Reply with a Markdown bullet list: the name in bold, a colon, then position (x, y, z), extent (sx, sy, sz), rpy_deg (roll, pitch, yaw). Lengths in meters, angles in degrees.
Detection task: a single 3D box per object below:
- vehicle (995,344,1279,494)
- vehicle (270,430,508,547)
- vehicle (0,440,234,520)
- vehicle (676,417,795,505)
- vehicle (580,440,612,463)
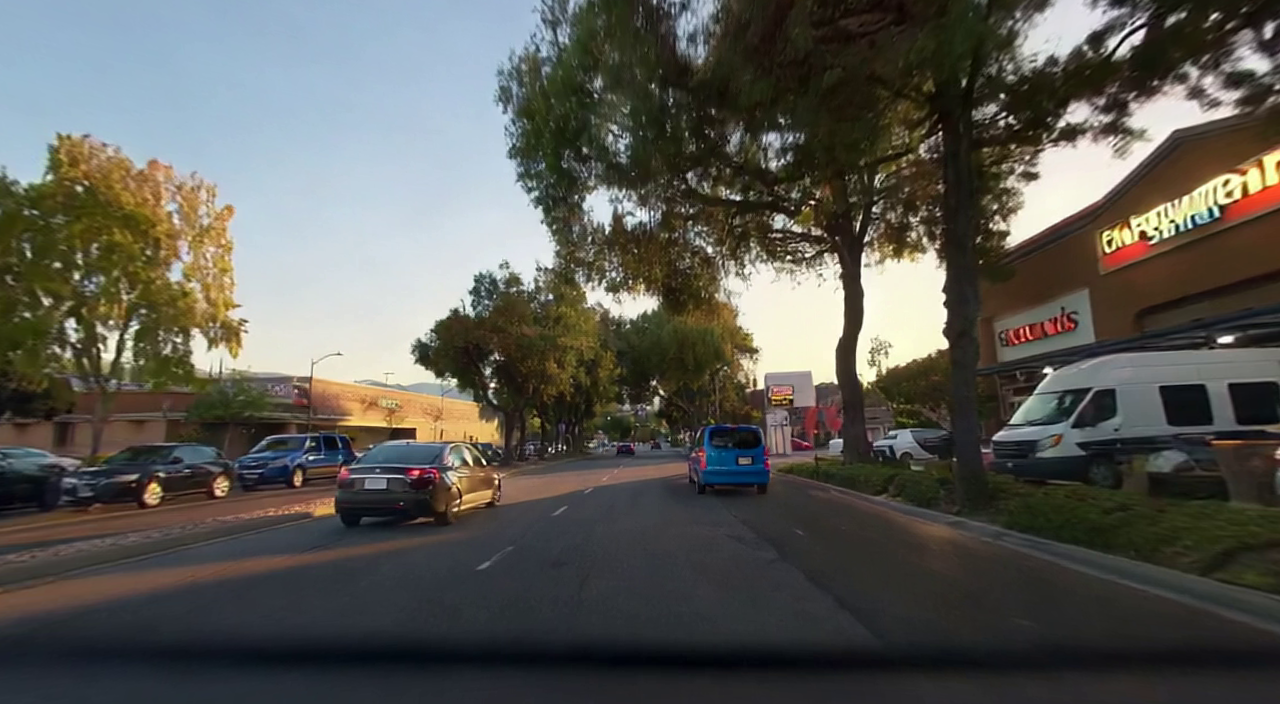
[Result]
- **vehicle**: position (13.179, 1.653, 15.315), extent (7.188, 3.303, 2.772), rpy_deg (0, -8, 0)
- **vehicle**: position (-3.677, 2.073, 10.274), extent (1.966, 1.481, 4.385), rpy_deg (0, -8, 2)
- **vehicle**: position (-11.855, 2.832, 14.534), extent (1.854, 1.522, 4.473), rpy_deg (0, -8, 0)
- **vehicle**: position (2.071, 2.564, 15.079), extent (2.293, 1.779, 4.457), rpy_deg (-1, -8, 2)
- **vehicle**: position (-2.946, 6.804, 43.017), extent (1.840, 1.442, 4.050), rpy_deg (0, -8, 1)
